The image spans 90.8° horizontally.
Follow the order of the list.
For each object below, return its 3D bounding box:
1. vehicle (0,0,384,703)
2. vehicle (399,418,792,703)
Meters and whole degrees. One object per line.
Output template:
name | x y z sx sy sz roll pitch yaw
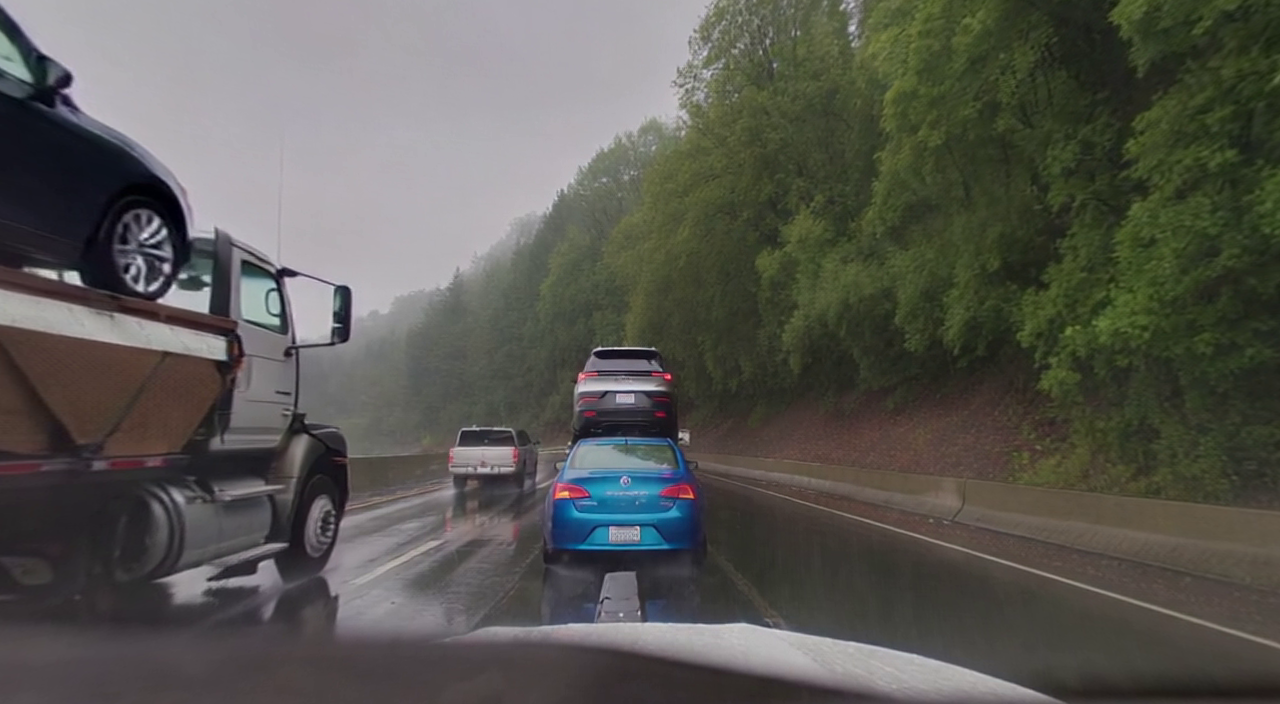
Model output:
vehicle | -4.556 0.184 4.474 2.963 3.836 6.016 0 -9 -2
vehicle | -0.268 1.362 4.977 1.991 1.507 3.391 0 -9 -2
